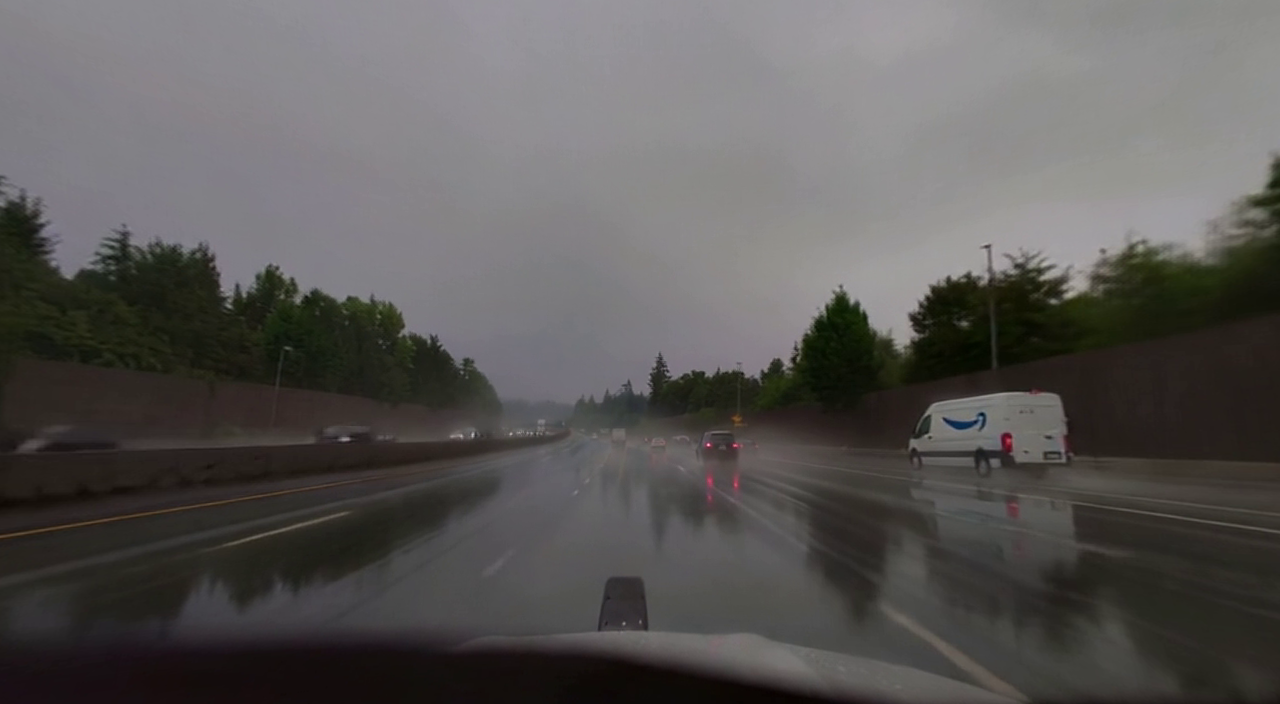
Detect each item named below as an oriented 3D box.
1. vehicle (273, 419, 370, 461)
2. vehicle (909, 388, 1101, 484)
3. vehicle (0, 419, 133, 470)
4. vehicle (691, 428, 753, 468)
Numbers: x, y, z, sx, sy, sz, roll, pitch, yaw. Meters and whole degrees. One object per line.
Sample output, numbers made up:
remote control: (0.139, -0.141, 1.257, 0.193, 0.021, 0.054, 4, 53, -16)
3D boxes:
vehicle: (-14.265, 3.995, 28.581, 2.040, 1.705, 4.620, 0, -8, -1)
vehicle: (12.200, 2.949, 21.998, 2.274, 2.802, 6.802, 0, -8, -3)
vehicle: (-21.536, 3.406, 23.228, 1.915, 1.683, 4.596, 0, -8, -1)
vehicle: (3.698, 4.453, 29.388, 2.141, 1.732, 4.279, 0, -8, -2)
